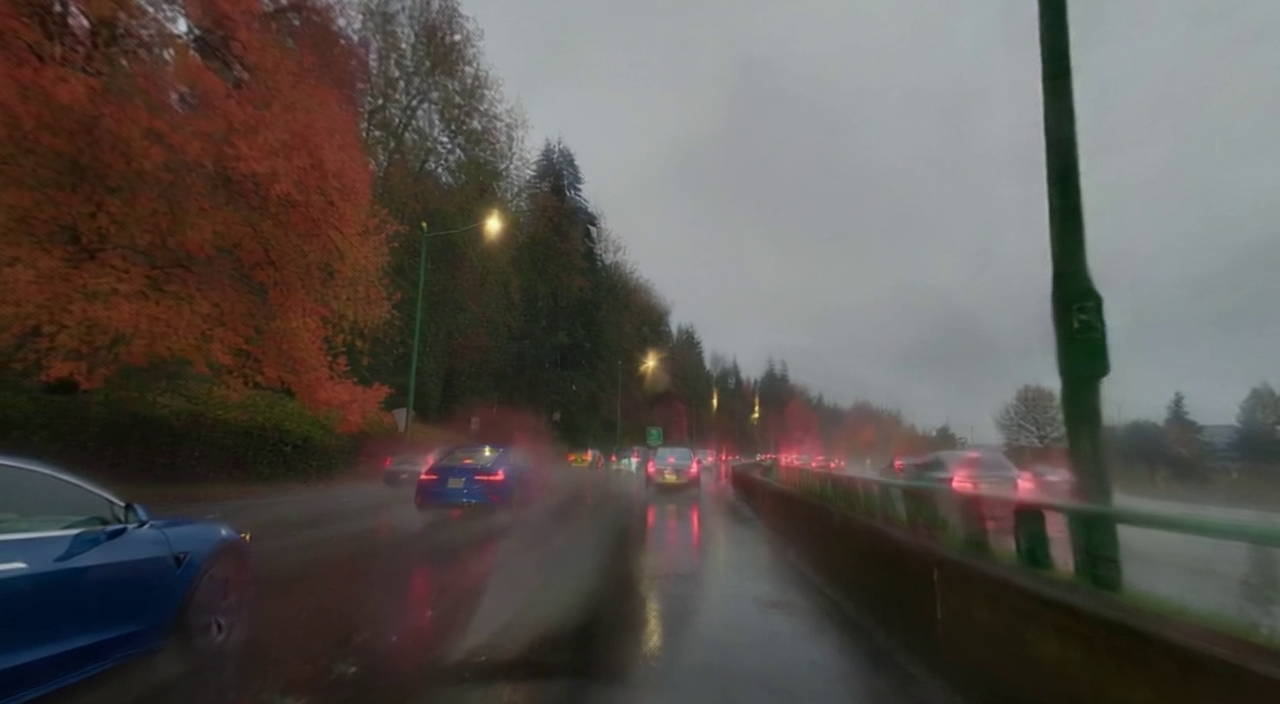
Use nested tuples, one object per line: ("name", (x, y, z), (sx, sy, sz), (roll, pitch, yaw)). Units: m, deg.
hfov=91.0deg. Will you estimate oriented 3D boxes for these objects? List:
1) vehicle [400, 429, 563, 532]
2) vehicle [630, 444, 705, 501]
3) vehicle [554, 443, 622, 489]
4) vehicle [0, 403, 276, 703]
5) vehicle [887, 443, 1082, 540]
("vehicle", (-2.917, 2.481, 12.776), (1.979, 1.663, 4.513), (0, -9, 2))
("vehicle", (0.881, 3.578, 19.138), (2.015, 1.506, 4.276), (0, -9, 3))
("vehicle", (-1.948, 4.454, 25.030), (1.930, 1.635, 4.260), (0, -9, 6))
("vehicle", (-3.489, 0.893, 2.085), (1.921, 1.503, 4.317), (0, -9, 1))
("vehicle", (6.812, 2.744, 13.053), (1.768, 1.634, 4.064), (0, -9, 1))
